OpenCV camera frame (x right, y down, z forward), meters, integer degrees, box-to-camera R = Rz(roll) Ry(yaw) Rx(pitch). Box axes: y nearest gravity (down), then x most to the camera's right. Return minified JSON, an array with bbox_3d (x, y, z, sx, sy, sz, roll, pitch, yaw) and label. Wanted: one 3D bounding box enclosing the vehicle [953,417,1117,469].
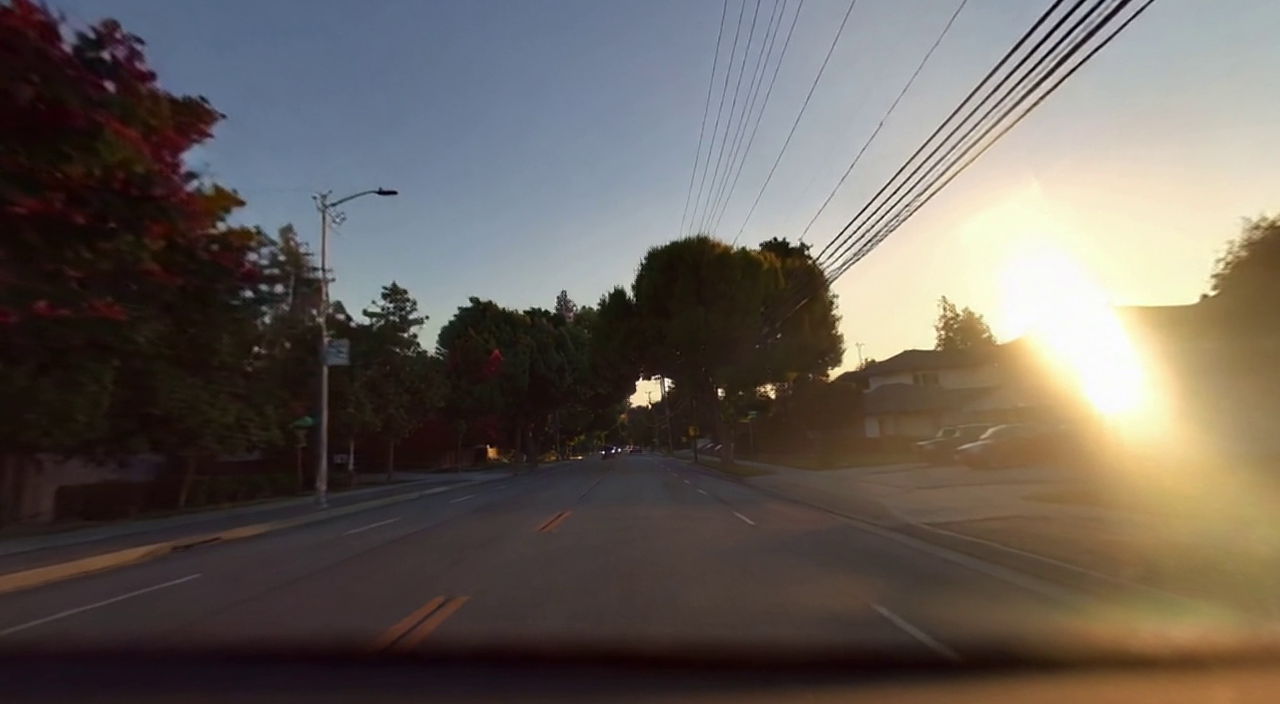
[{"bbox_3d":[14.078,3.267,22.687,4.512,1.701,2.017,-1,-8,-2],"label":"vehicle"}]
